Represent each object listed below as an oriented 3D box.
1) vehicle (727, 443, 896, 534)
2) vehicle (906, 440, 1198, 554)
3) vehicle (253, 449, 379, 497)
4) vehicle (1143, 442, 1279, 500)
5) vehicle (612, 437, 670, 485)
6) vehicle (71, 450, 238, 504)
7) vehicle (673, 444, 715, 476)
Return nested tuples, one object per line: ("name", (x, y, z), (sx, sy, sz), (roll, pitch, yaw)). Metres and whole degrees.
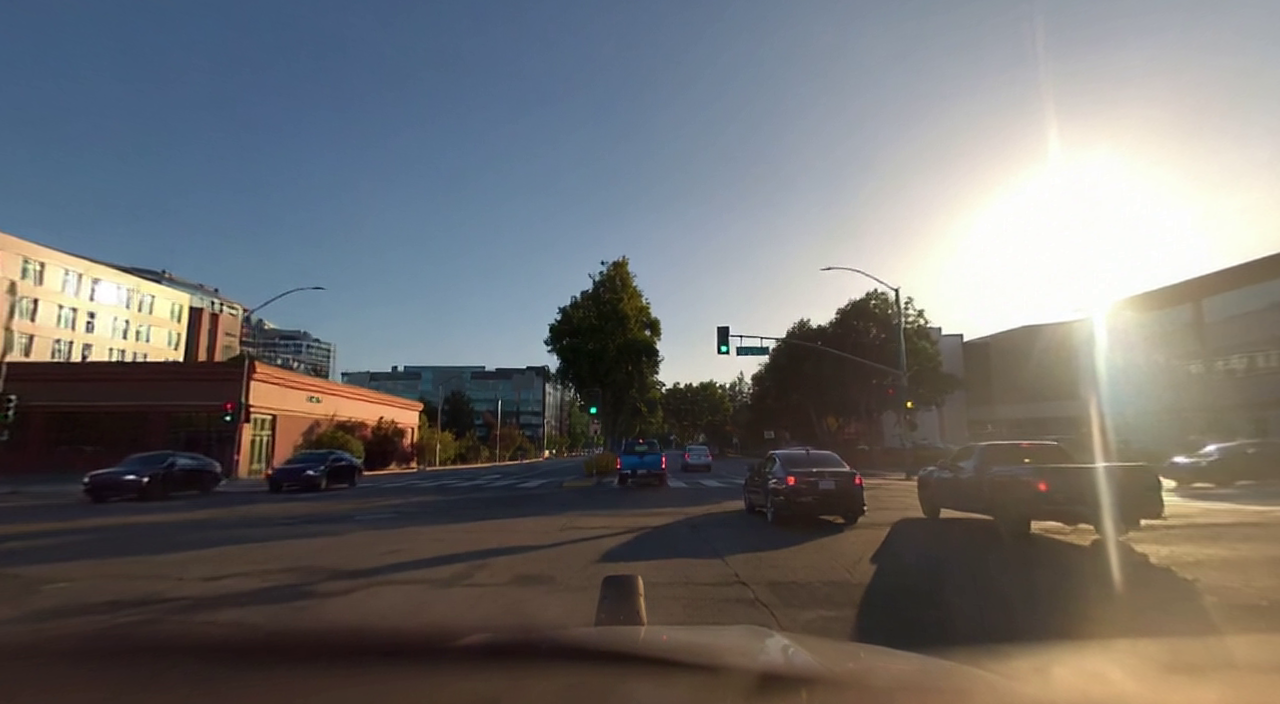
("vehicle", (3.147, 2.586, 12.689), (2.057, 1.463, 4.365), (0, -8, -1))
("vehicle", (6.412, 2.259, 10.673), (1.855, 1.469, 4.598), (0, -8, 1))
("vehicle", (-11.318, 4.226, 22.538), (1.989, 1.459, 4.667), (0, -8, 1))
("vehicle", (17.450, 3.281, 17.738), (4.869, 1.463, 2.198), (0, -8, -4))
("vehicle", (0.043, 4.756, 27.859), (2.344, 1.883, 4.572), (0, -8, 0))
("vehicle", (-15.448, 3.956, 20.475), (1.915, 1.491, 4.347), (0, -8, 0))
("vehicle", (3.176, 6.438, 37.958), (2.013, 1.742, 4.424), (0, -8, -1))
